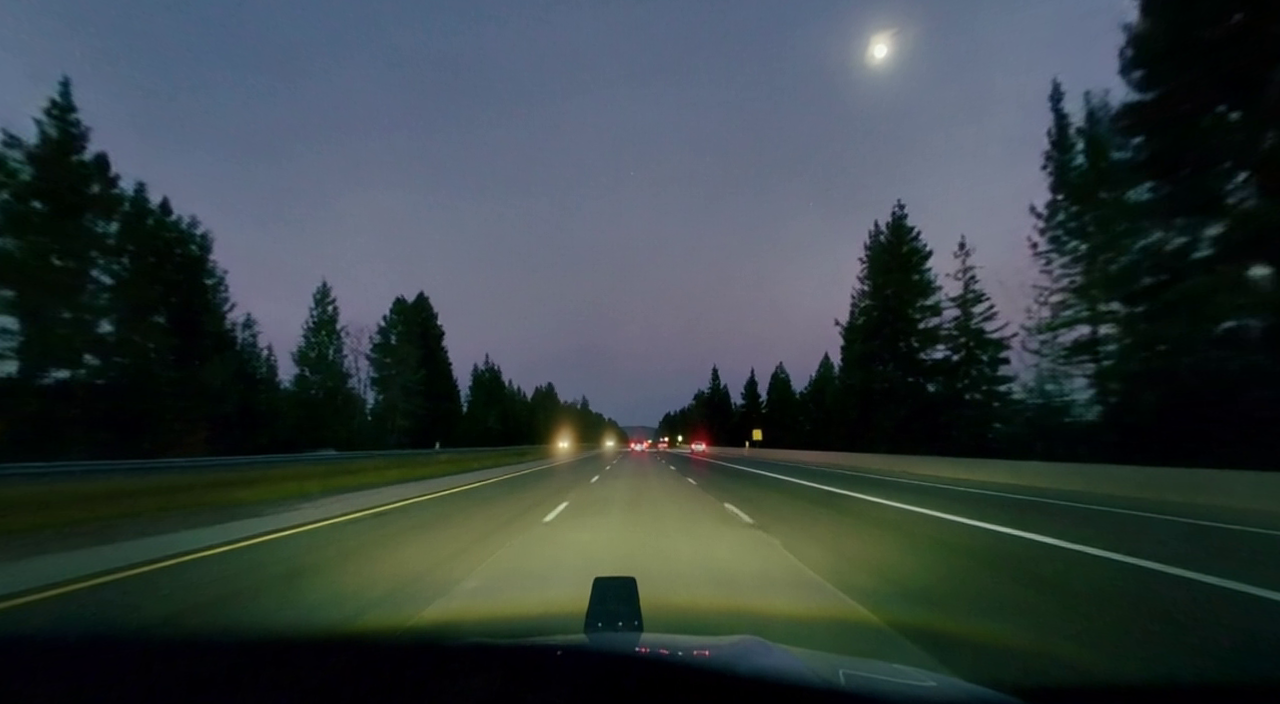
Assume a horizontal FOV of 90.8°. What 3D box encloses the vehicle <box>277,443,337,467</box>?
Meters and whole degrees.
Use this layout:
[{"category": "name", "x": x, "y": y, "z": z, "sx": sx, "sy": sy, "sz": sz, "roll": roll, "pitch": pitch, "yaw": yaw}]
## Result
[{"category": "vehicle", "x": -25.312, "y": 7.832, "z": 48.185, "sx": 2.085, "sy": 1.683, "sz": 4.588, "roll": 0, "pitch": -9, "yaw": 0}]
